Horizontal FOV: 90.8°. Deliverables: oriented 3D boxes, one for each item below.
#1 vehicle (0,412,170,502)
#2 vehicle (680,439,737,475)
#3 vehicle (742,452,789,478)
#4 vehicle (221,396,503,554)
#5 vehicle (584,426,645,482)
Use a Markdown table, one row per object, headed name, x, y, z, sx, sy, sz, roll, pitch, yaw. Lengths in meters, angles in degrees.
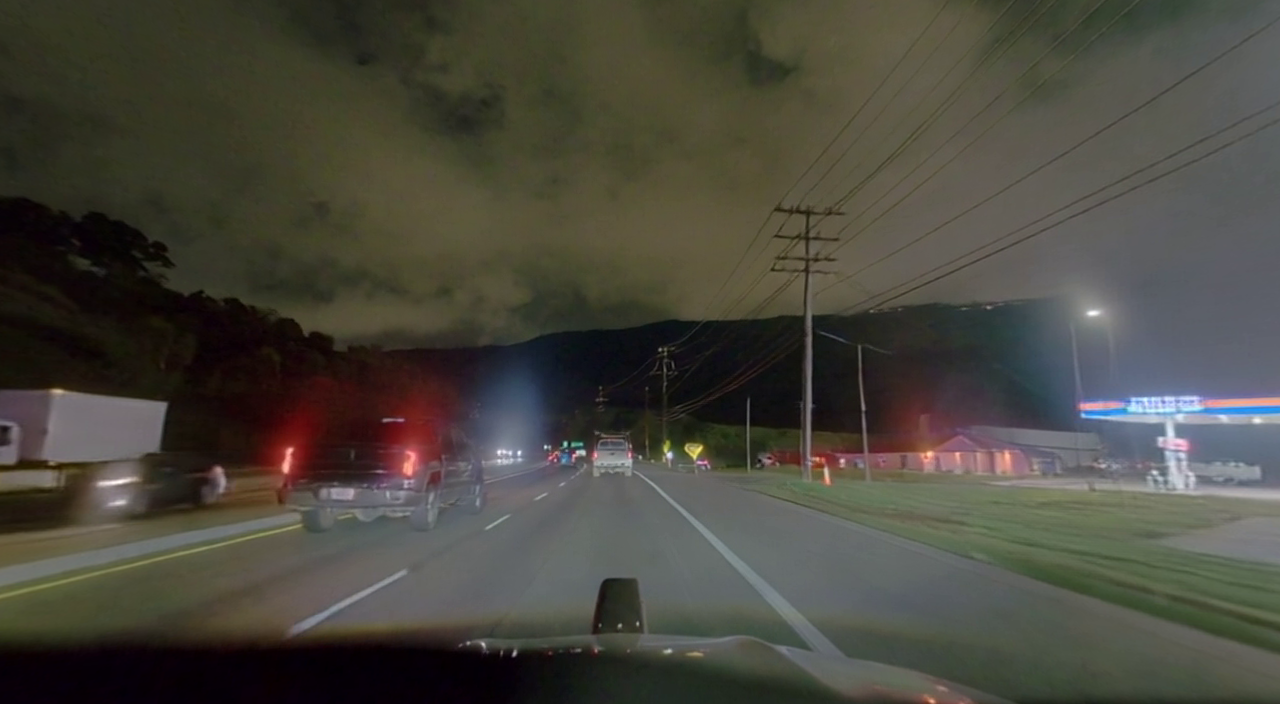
| name | x | y | z | sx | sy | sz | roll | pitch | yaw |
| --- | --- | --- | --- | --- | --- | --- | --- | --- | --- |
| vehicle | -17.638 | 2.996 | 18.059 | 2.787 | 2.255 | 7.350 | -1 | -9 | 0 |
| vehicle | 4.496 | 7.061 | 42.825 | 2.706 | 2.199 | 6.527 | 1 | -9 | -5 |
| vehicle | 7.950 | 7.190 | 40.377 | 1.933 | 1.480 | 4.249 | 2 | -10 | -3 |
| vehicle | -4.167 | 1.994 | 10.981 | 2.345 | 2.012 | 5.693 | 0 | -9 | -1 |
| vehicle | -1.185 | 4.587 | 28.597 | 2.486 | 2.280 | 5.291 | 0 | -9 | -3 |
